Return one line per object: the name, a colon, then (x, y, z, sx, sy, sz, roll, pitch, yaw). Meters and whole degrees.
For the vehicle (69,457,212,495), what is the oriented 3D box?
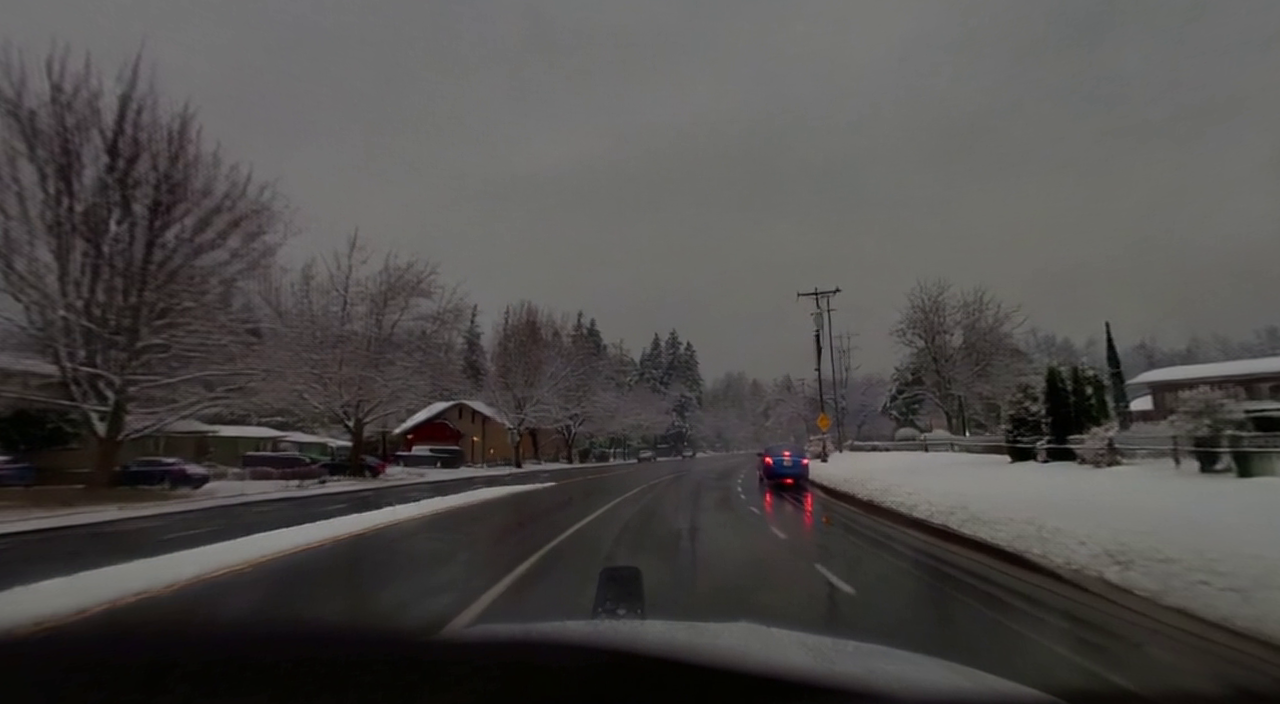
vehicle: (-20.766, 5.133, 26.357, 4.658, 1.482, 1.879, -1, -9, 8)

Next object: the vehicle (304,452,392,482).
vehicle: (-16.519, 6.493, 35.797, 4.284, 1.549, 1.828, -2, -9, 14)

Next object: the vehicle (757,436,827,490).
vehicle: (5.507, 4.050, 23.418, 1.989, 1.782, 4.351, -1, -9, 7)
